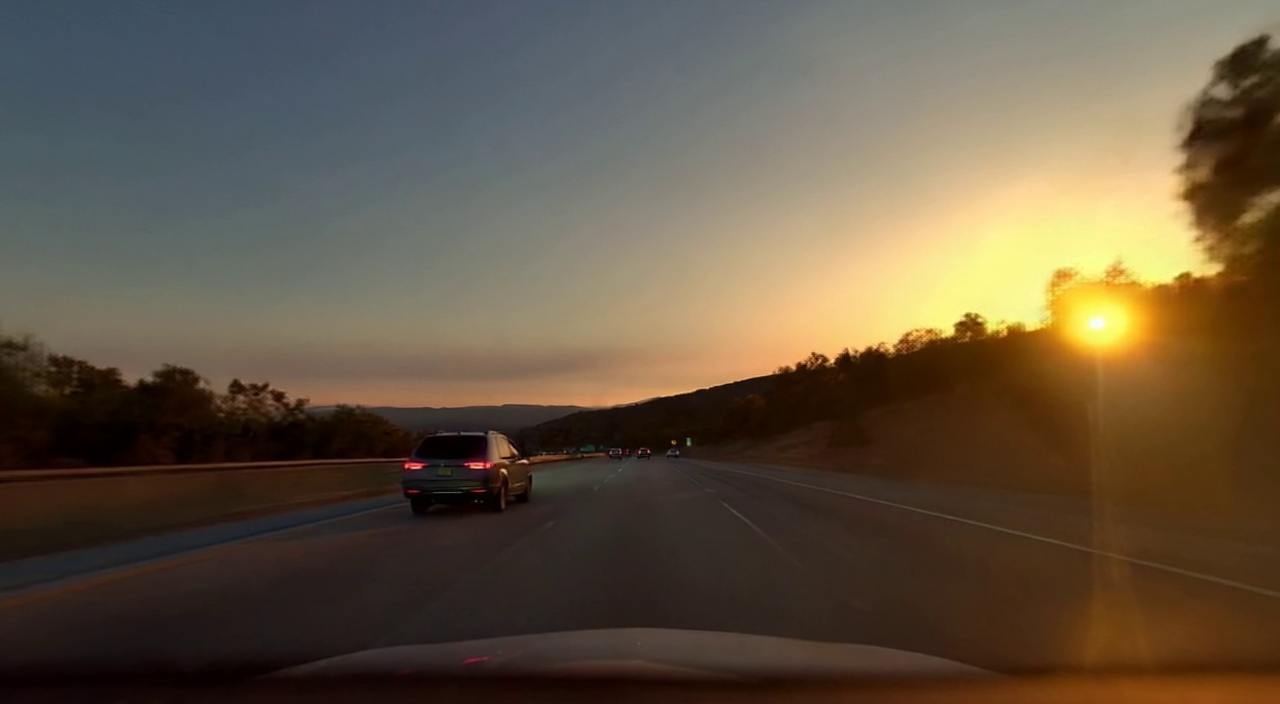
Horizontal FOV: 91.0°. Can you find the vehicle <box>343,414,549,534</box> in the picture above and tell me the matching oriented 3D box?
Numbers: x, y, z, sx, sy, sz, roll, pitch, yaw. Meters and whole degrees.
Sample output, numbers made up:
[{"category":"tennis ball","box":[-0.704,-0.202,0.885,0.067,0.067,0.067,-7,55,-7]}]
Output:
[{"category":"vehicle","box":[-3.541,2.401,12.992,2.379,1.918,5.504,0,-9,1]}]
